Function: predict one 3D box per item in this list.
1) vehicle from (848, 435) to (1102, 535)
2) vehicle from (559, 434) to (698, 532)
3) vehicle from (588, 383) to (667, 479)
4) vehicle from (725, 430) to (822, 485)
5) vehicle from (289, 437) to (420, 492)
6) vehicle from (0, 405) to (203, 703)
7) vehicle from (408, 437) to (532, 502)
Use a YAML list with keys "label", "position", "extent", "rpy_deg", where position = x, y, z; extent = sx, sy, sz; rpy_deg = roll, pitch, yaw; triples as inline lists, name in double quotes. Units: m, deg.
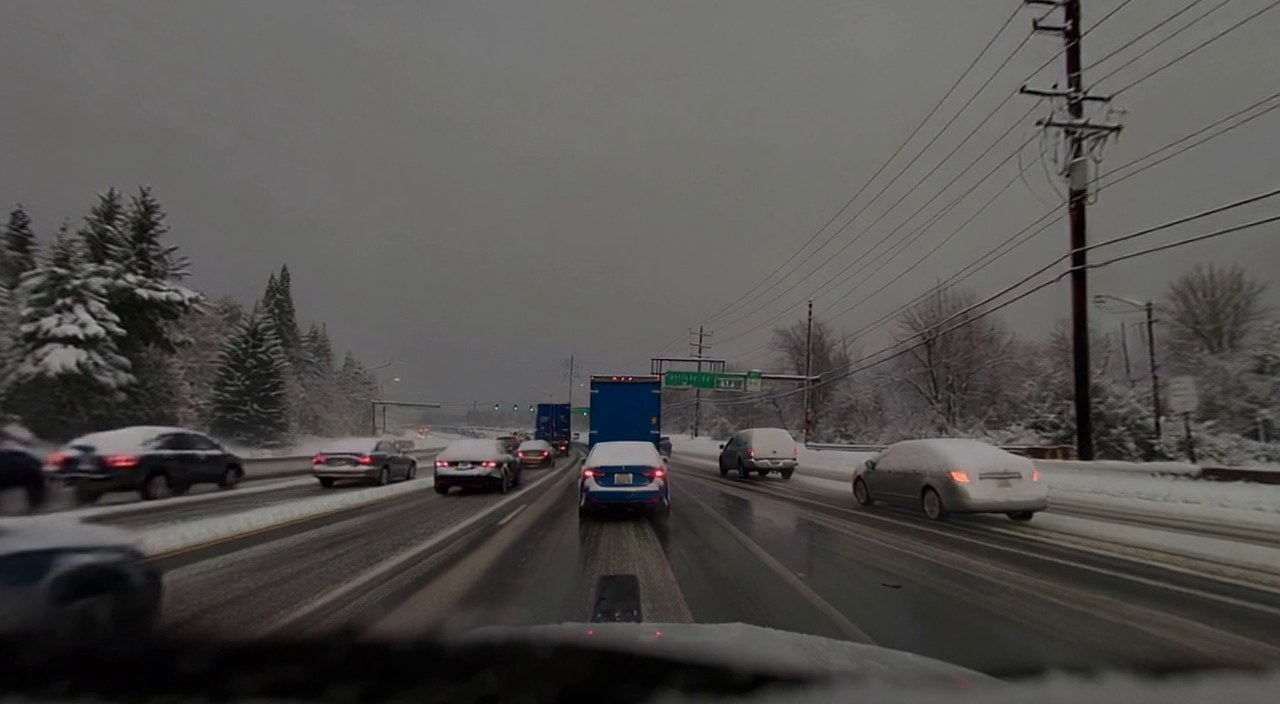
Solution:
- label: "vehicle"
  position: [5.506, 2.216, 11.160]
  extent: [1.878, 1.406, 4.164]
  rpy_deg: [1, -9, -6]
- label: "vehicle"
  position: [-0.288, 2.304, 11.671]
  extent: [2.112, 1.463, 4.012]
  rpy_deg: [0, -9, -3]
- label: "vehicle"
  position: [-0.672, 3.531, 27.413]
  extent: [2.909, 3.518, 8.262]
  rpy_deg: [0, -9, -3]
- label: "vehicle"
  position: [4.354, 3.524, 21.313]
  extent: [2.023, 1.676, 4.002]
  rpy_deg: [1, -9, -5]
- label: "vehicle"
  position: [-8.575, 3.415, 19.568]
  extent: [1.988, 1.472, 4.852]
  rpy_deg: [0, -9, -3]
- label: "vehicle"
  position: [-3.716, 0.758, 1.251]
  extent: [2.235, 1.472, 4.860]
  rpy_deg: [0, -9, 0]
- label: "vehicle"
  position: [-4.279, 3.049, 16.878]
  extent: [1.960, 1.450, 5.246]
  rpy_deg: [0, -9, -1]
